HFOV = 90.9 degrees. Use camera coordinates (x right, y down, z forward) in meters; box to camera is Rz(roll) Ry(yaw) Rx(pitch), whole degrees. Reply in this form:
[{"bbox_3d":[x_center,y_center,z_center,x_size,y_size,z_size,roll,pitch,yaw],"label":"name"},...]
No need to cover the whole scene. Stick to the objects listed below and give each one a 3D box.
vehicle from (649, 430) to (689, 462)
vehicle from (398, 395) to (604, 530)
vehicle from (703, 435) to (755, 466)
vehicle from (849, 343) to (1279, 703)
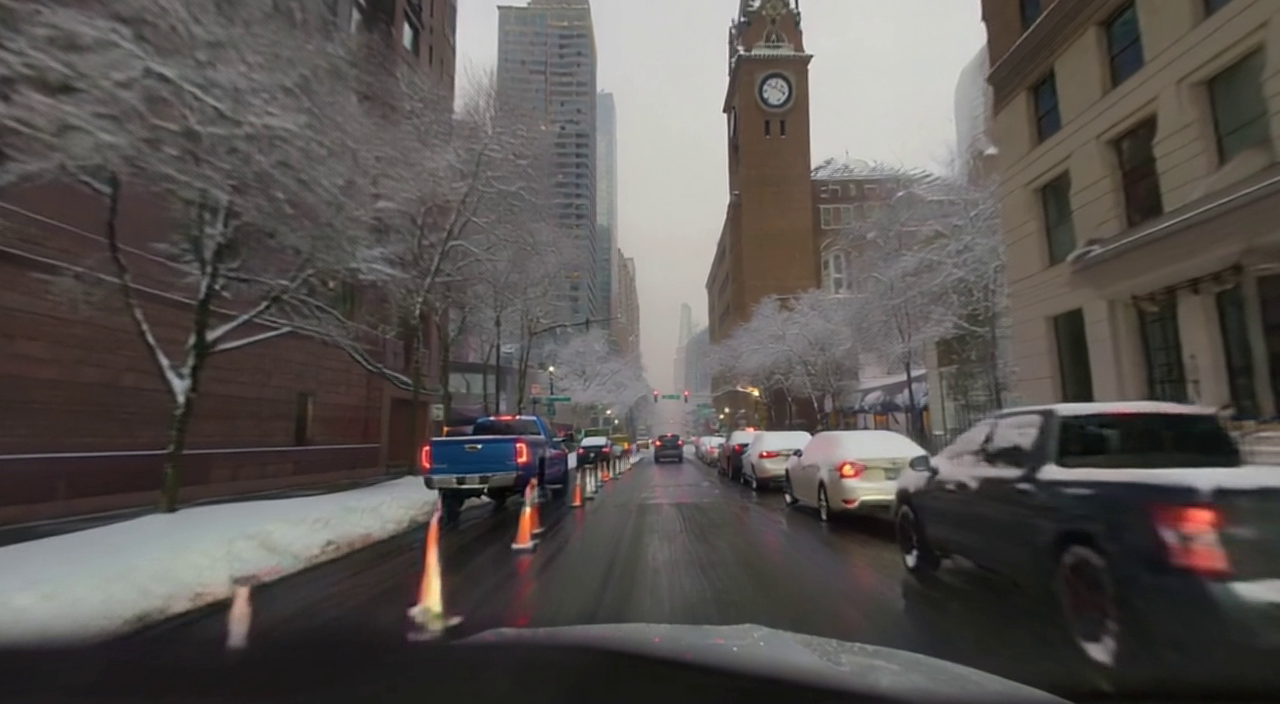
[{"bbox_3d":[1.707,5.615,37.693,2.183,1.784,4.317,-1,-8,2],"label":"vehicle"},{"bbox_3d":[-2.201,2.041,12.126,2.452,1.954,5.653,-1,-8,2],"label":"vehicle"},{"bbox_3d":[4.545,5.109,33.035,2.021,1.506,4.643,0,-7,0],"label":"vehicle"},{"bbox_3d":[3.293,1.112,4.869,1.923,1.708,4.239,0,-8,1],"label":"vehicle"}]
